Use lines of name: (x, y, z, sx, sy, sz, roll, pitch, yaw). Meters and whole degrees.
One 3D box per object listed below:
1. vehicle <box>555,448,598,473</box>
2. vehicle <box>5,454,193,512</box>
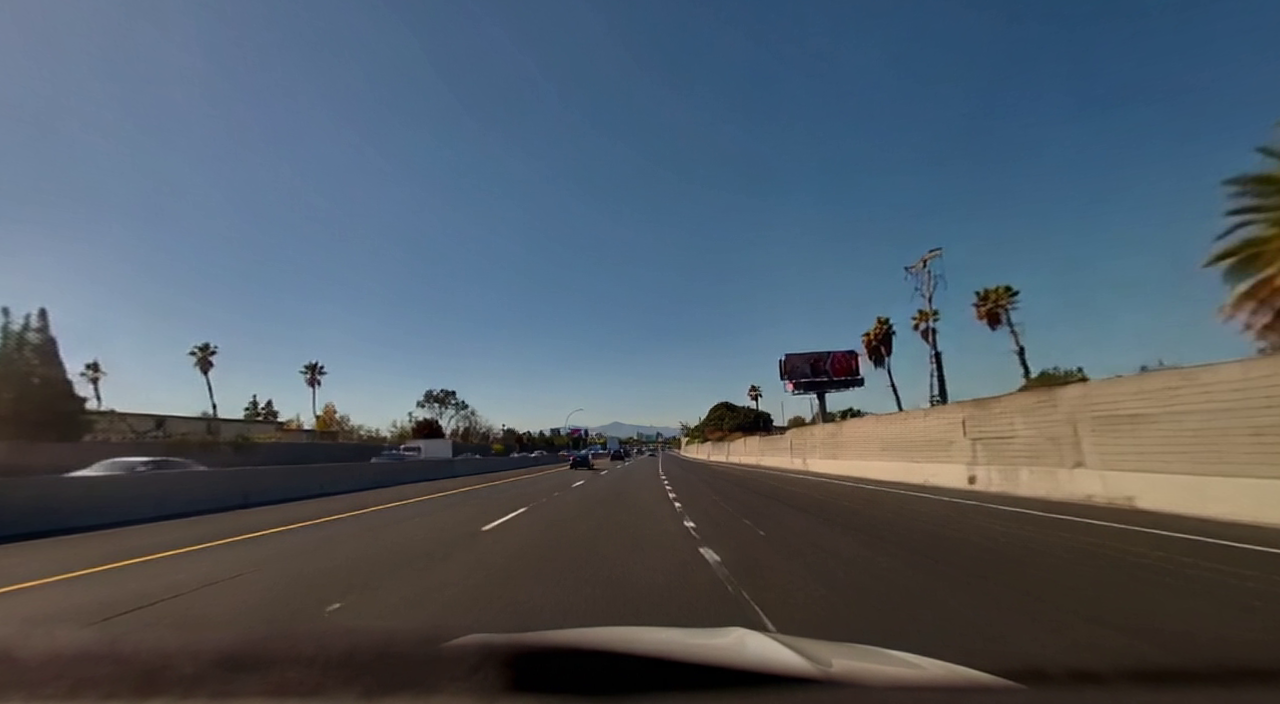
vehicle: (-3.912, 6.762, 39.795, 2.078, 1.457, 4.648, 0, -9, 2)
vehicle: (-15.478, 3.723, 18.408, 2.001, 1.437, 3.855, 0, -9, 0)
